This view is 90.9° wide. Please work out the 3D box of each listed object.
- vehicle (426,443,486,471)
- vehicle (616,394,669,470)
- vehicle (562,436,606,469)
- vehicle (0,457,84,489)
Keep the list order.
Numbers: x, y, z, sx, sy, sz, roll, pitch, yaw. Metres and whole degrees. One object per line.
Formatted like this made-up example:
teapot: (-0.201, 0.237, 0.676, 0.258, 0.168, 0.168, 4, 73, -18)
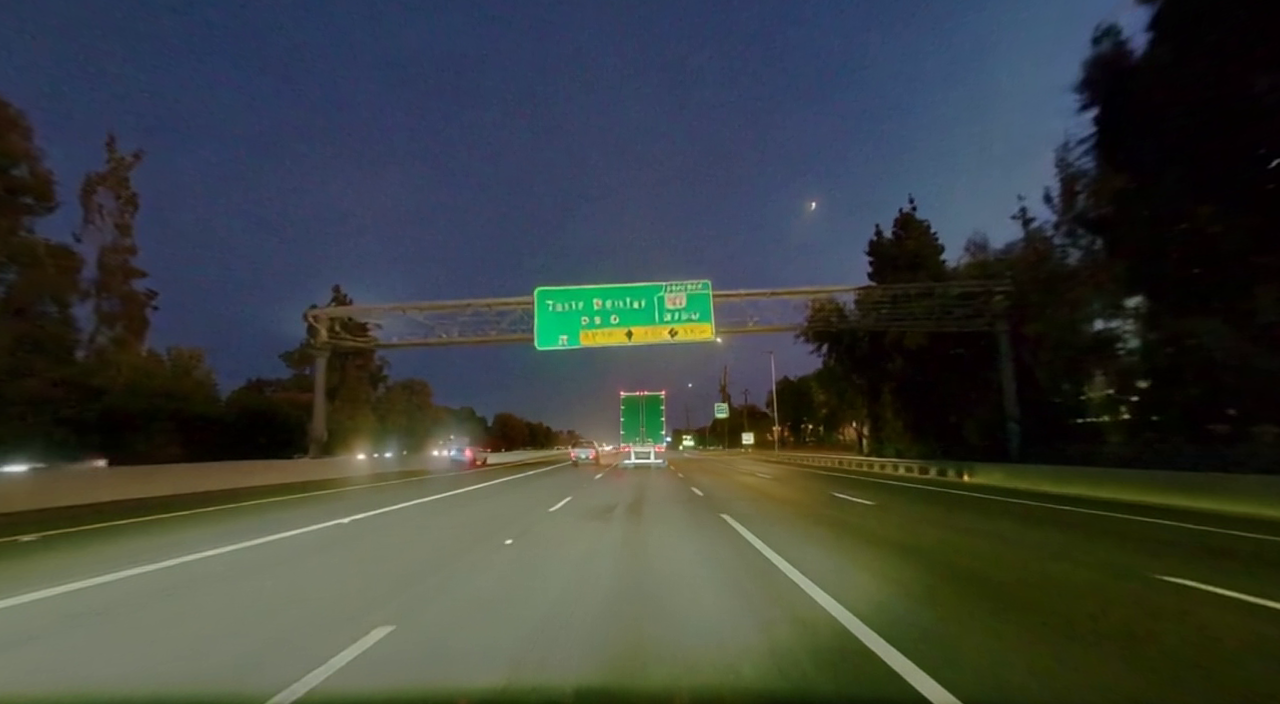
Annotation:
vehicle: (-10.632, 6.085, 36.900, 2.012, 1.509, 4.789, 0, -8, 1)
vehicle: (0.193, 5.297, 40.856, 2.879, 4.085, 13.125, 0, -8, 0)
vehicle: (-3.422, 6.268, 39.727, 2.293, 1.923, 5.141, 0, -8, 0)
vehicle: (-31.687, 6.147, 32.305, 2.124, 1.463, 4.754, 0, -8, -1)
